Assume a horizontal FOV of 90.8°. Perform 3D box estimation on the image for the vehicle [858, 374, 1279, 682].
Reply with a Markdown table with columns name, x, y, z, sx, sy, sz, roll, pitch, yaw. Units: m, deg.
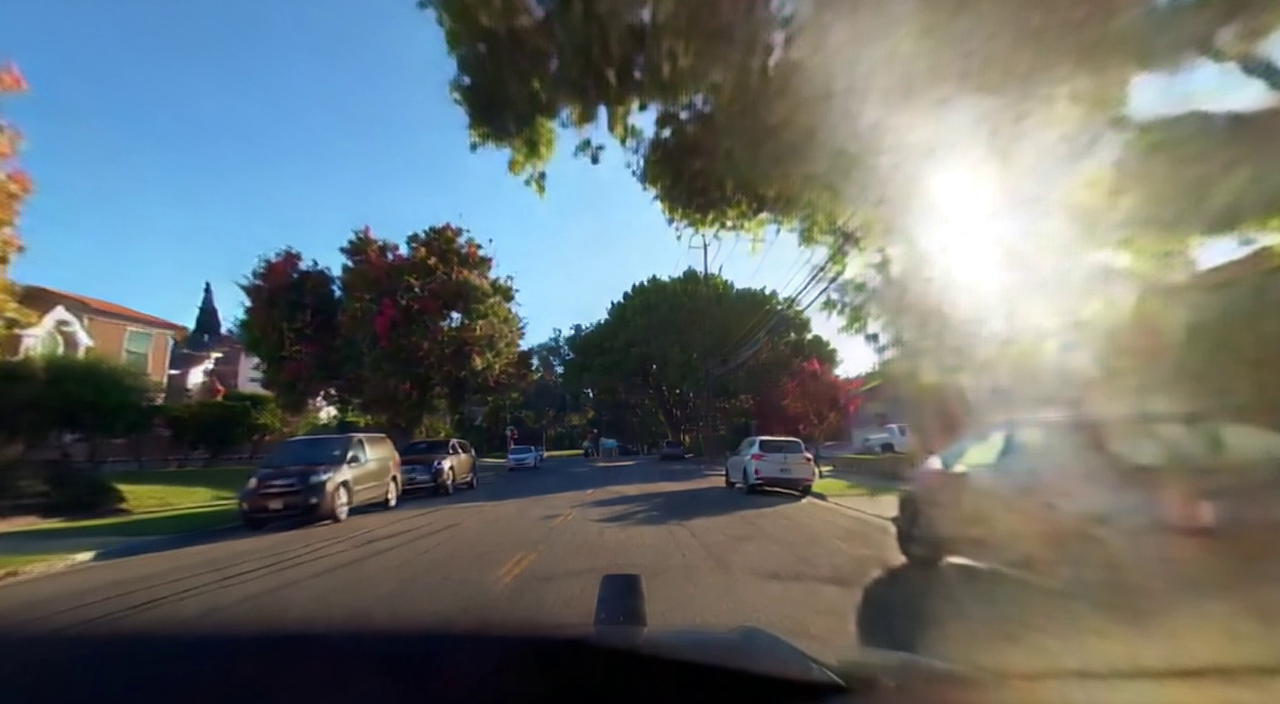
| name | x | y | z | sx | sy | sz | roll | pitch | yaw |
| --- | --- | --- | --- | --- | --- | --- | --- | --- | --- |
| vehicle | 3.743 | 1.309 | 5.763 | 1.889 | 1.736 | 4.185 | 0 | -9 | -2 |

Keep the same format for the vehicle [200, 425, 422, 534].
| name | x | y | z | sx | sy | sz | roll | pitch | yaw |
| --- | --- | --- | --- | --- | --- | --- | --- | --- | --- |
| vehicle | -6.283 | 2.474 | 12.887 | 2.031 | 1.799 | 4.587 | 0 | -9 | 0 |

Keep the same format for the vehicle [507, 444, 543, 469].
| name | x | y | z | sx | sy | sz | roll | pitch | yaw |
| --- | --- | --- | --- | --- | --- | --- | --- | --- | --- |
| vehicle | -7.105 | 6.501 | 39.393 | 1.997 | 1.456 | 4.319 | 1 | -9 | -8 |

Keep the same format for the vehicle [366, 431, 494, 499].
| name | x | y | z | sx | sy | sz | roll | pitch | yaw |
| --- | --- | --- | --- | --- | --- | --- | --- | --- | --- |
| vehicle | -6.261 | 3.450 | 19.683 | 2.158 | 1.817 | 5.230 | 0 | -9 | 0 |

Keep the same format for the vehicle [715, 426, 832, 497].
| name | x | y | z | sx | sy | sz | roll | pitch | yaw |
| --- | --- | --- | --- | --- | --- | --- | --- | --- | --- |
| vehicle | 3.676 | 3.171 | 18.637 | 2.178 | 1.757 | 5.495 | 0 | -9 | -1 |
